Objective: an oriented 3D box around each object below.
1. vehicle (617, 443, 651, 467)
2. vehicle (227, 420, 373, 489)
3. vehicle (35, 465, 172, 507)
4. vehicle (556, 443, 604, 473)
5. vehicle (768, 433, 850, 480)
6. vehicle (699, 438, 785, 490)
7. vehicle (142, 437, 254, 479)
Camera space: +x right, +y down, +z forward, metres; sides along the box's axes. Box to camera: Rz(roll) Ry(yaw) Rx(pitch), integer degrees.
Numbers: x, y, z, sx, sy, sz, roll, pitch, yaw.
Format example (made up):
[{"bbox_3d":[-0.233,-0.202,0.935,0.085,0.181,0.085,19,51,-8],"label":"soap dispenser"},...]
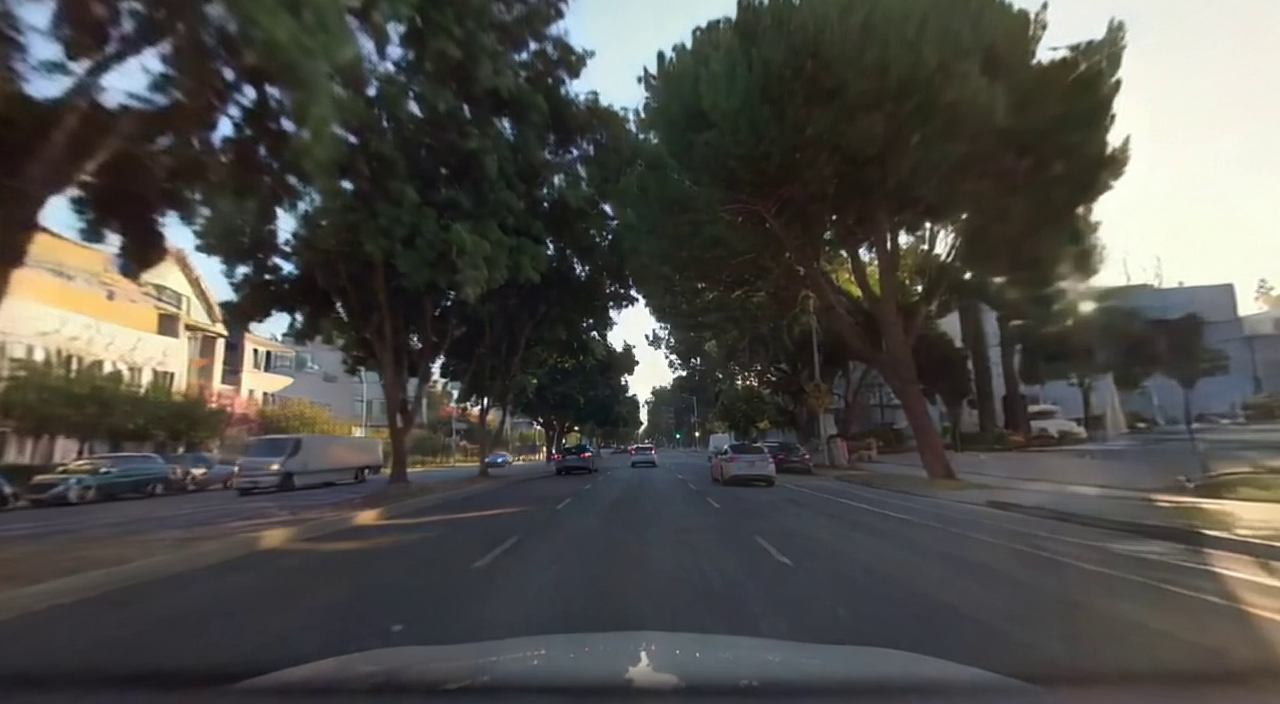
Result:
[{"bbox_3d":[-0.380,6.720,41.386,2.101,1.480,3.929,0,-9,0],"label":"vehicle"},{"bbox_3d":[-19.063,5.827,36.365,2.995,3.396,9.534,0,-9,0],"label":"vehicle"},{"bbox_3d":[-22.572,5.602,26.795,1.871,1.471,4.482,0,-9,0],"label":"vehicle"},{"bbox_3d":[-3.174,5.741,34.311,2.082,1.467,4.379,-1,-9,1],"label":"vehicle"},{"bbox_3d":[6.922,4.357,26.458,2.023,1.758,4.795,0,-9,-1],"label":"vehicle"},{"bbox_3d":[3.237,3.651,20.886,1.990,1.486,4.431,0,-9,-1],"label":"vehicle"},{"bbox_3d":[-31.594,7.587,45.213,6.185,2.849,2.291,0,-9,-1],"label":"vehicle"}]
